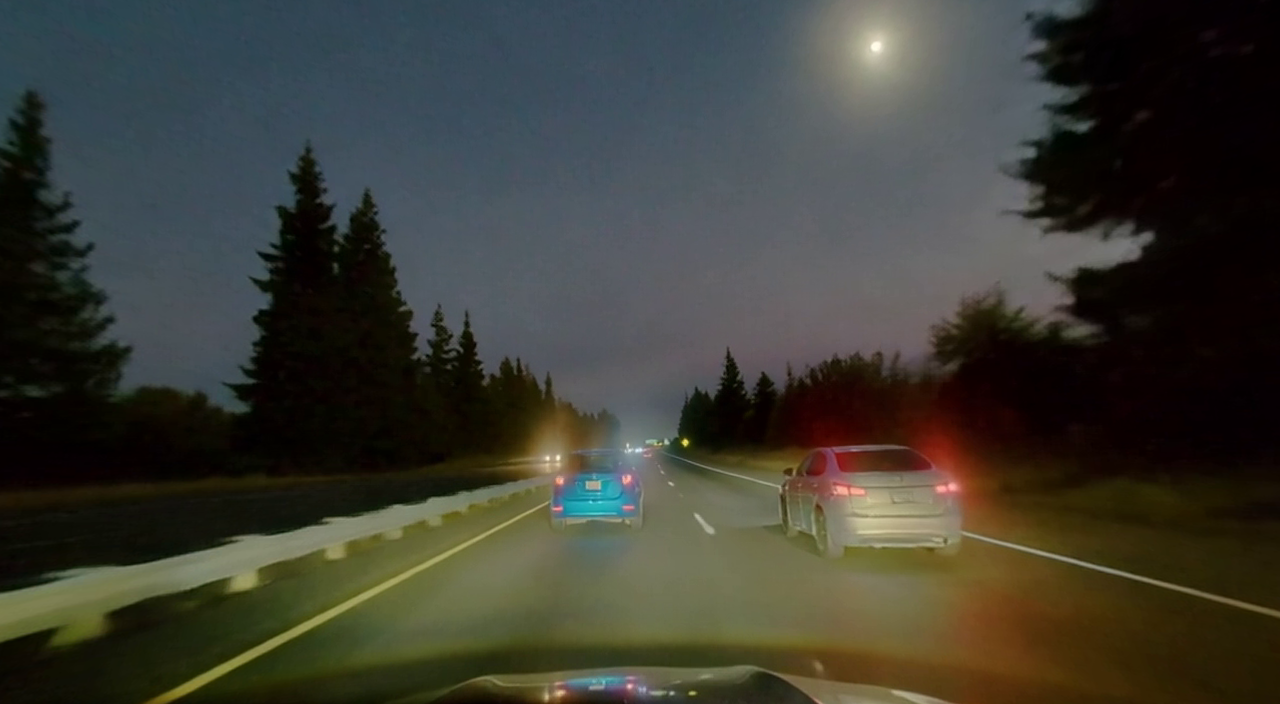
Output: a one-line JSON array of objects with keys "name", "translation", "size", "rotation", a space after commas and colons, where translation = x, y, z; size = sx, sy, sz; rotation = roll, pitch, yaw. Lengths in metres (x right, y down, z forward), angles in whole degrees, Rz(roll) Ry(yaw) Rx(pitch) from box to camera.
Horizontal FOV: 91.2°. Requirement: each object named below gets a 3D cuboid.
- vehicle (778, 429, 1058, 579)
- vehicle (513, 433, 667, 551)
[{"name": "vehicle", "translation": [3.364, 1.906, 8.639], "size": [2.021, 1.533, 4.014], "rotation": [-1, -9, 1]}, {"name": "vehicle", "translation": [-0.661, 2.231, 10.680], "size": [2.083, 1.548, 4.251], "rotation": [-1, -9, 0]}]
